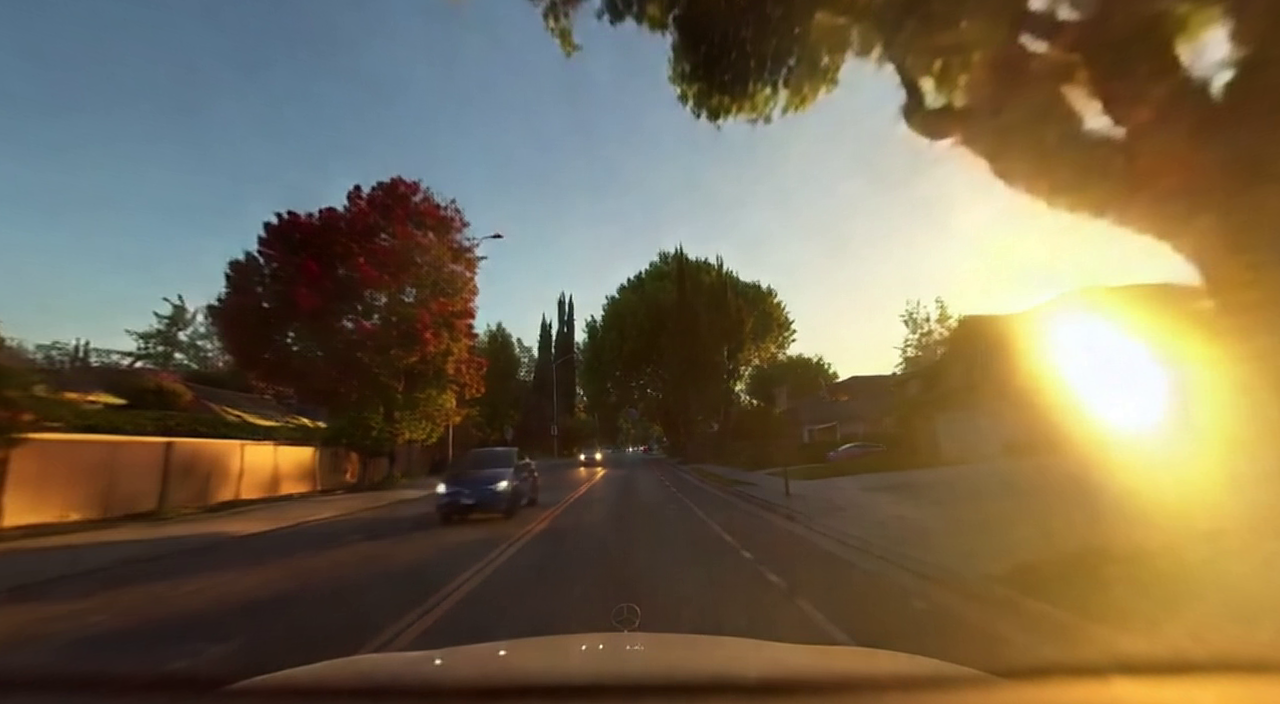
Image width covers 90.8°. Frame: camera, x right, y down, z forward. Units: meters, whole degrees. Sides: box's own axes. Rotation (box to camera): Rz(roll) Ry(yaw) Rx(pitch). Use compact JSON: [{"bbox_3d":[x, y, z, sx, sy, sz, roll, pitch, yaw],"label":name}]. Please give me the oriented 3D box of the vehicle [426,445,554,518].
[{"bbox_3d":[-3.503,3.112,15.706,2.074,1.527,4.438,0,-9,0],"label":"vehicle"}]
